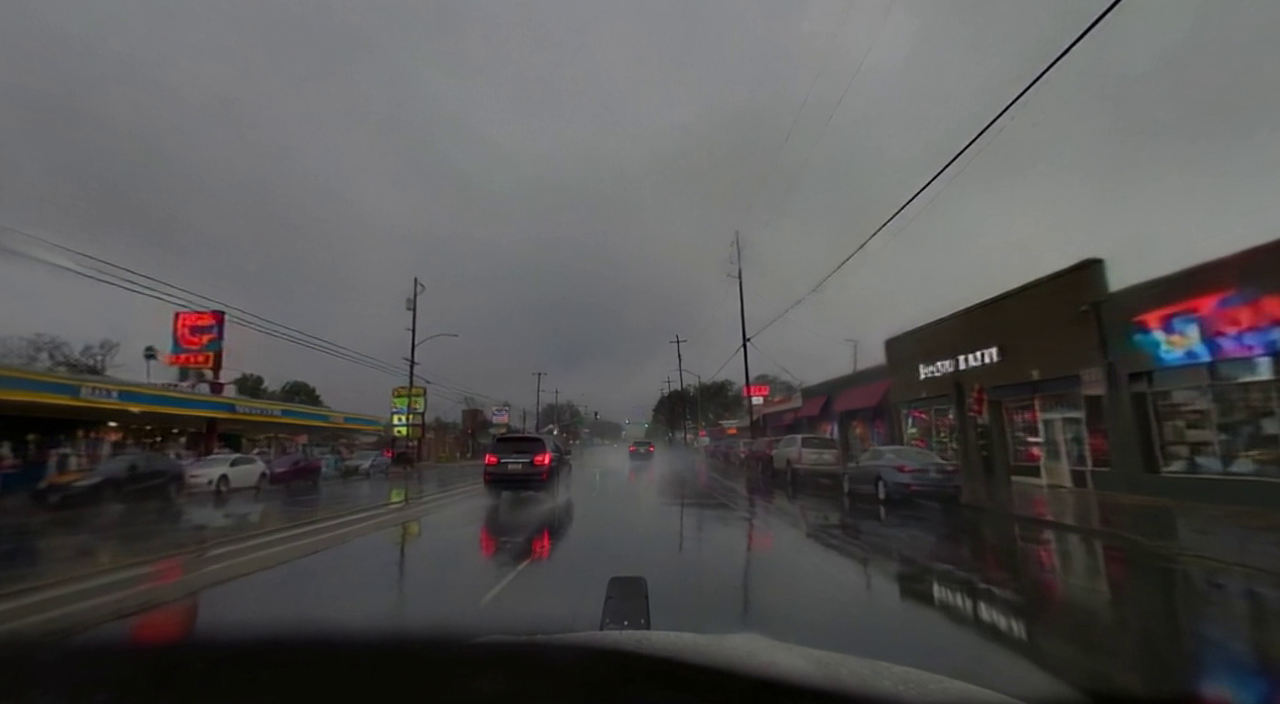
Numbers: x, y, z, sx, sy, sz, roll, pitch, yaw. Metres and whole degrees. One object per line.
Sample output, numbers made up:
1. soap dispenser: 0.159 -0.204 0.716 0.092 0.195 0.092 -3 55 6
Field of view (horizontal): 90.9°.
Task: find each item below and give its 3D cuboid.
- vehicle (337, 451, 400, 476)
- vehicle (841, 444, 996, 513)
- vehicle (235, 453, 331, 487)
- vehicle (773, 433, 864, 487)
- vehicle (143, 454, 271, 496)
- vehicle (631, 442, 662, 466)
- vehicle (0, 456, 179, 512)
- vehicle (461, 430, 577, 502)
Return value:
1. vehicle: -17.114 7.051 40.002 1.894 1.458 4.565 0 -9 1
2. vehicle: 6.727 3.064 15.825 1.871 1.478 4.272 0 -9 -1
3. vehicle: -17.176 5.660 30.641 2.046 1.458 4.539 0 -9 0
4. vehicle: 6.765 4.160 24.627 2.005 1.858 5.253 0 -9 0
5. vehicle: -17.247 4.890 25.432 1.800 1.470 4.548 -1 -9 2
6. vehicle: 0.413 6.863 42.495 2.037 1.484 4.073 0 -9 0
7. vehicle: -17.328 4.083 19.997 1.788 1.475 4.737 0 -9 0
8. vehicle: -3.033 2.987 16.910 2.049 1.646 4.445 -1 -9 3
